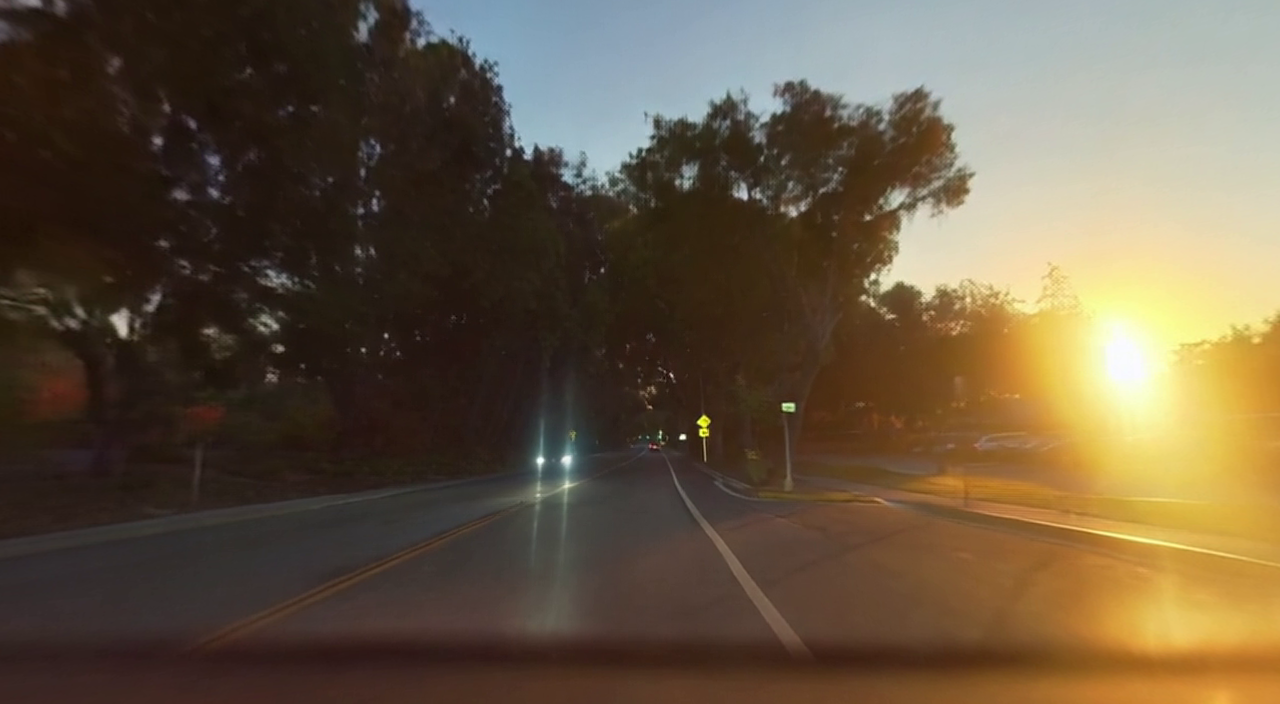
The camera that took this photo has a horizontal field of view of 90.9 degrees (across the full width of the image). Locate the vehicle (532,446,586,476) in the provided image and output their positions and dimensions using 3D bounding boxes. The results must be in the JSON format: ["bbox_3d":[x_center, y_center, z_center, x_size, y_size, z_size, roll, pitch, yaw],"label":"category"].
[{"bbox_3d":[-3.964,5.396,31.450,1.923,1.366,3.965,-1,-8,4],"label":"vehicle"}]
